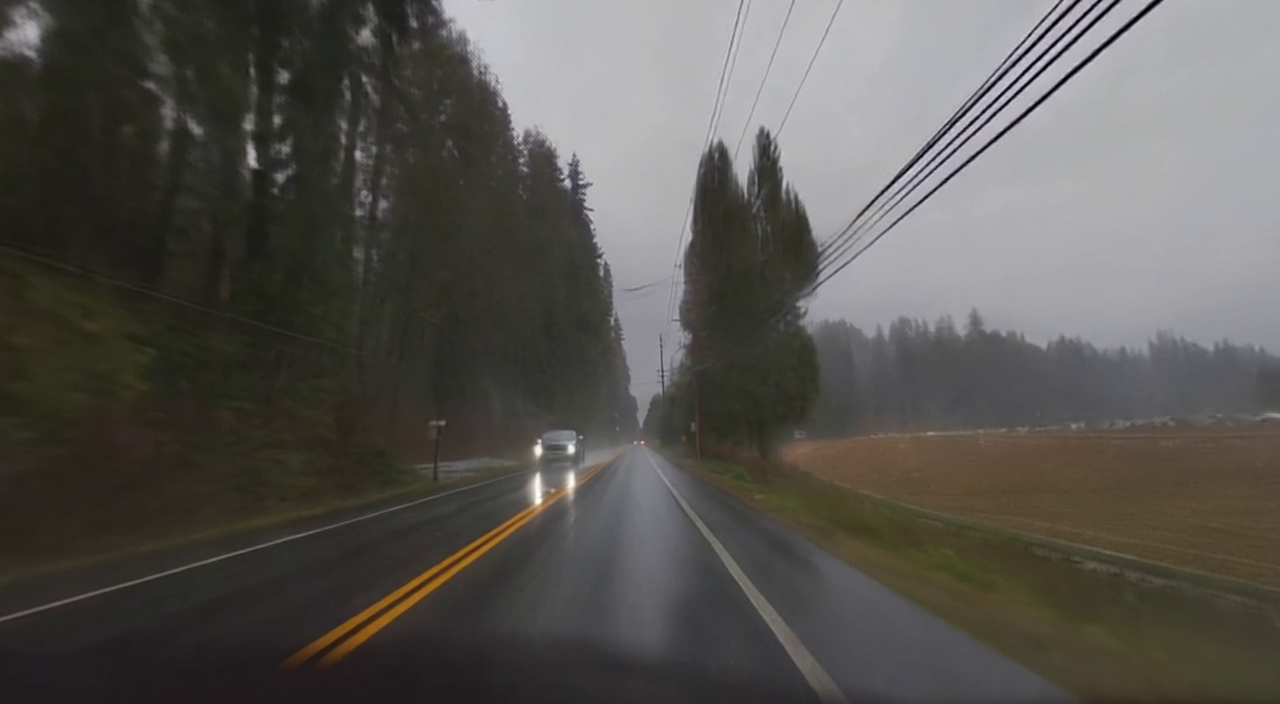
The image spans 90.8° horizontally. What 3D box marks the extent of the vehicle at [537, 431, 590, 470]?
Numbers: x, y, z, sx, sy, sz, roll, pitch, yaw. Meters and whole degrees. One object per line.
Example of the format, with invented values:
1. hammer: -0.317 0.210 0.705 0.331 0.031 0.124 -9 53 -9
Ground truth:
1. vehicle: -4.147 5.455 35.088 2.331 1.961 4.966 0 -8 0
